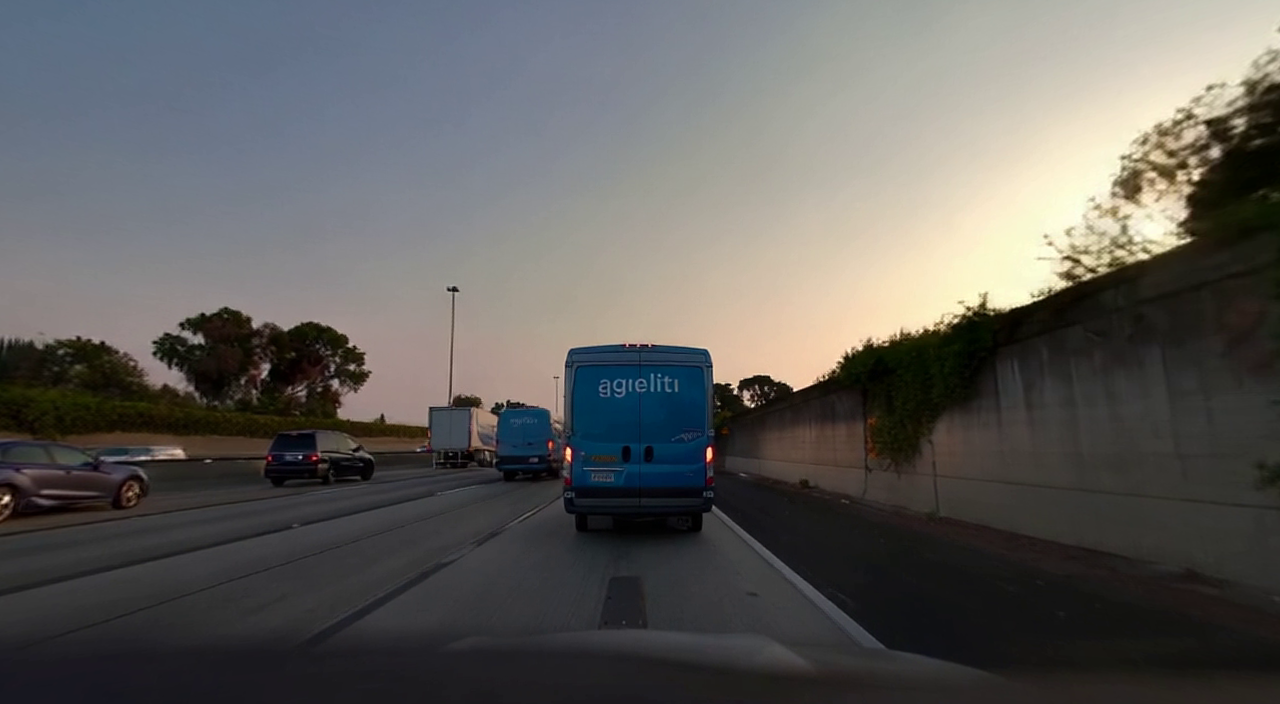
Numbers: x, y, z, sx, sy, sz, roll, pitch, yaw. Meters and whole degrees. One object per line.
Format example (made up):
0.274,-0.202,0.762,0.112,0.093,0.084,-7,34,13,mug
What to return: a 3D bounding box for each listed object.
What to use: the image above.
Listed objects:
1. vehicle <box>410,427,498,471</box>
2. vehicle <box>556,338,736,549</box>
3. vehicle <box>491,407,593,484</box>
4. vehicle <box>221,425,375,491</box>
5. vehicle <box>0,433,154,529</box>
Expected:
-9.818,5.193,33.938,2.566,2.158,5.957,-1,-8,4,vehicle
0.150,1.648,11.488,2.316,2.738,6.398,0,-9,1,vehicle
-3.329,3.387,22.845,2.729,2.439,5.418,0,-8,1,vehicle
-10.836,3.398,20.520,2.061,1.846,4.852,0,-9,3,vehicle
-11.128,2.178,10.878,1.839,1.524,4.449,0,-9,2,vehicle
